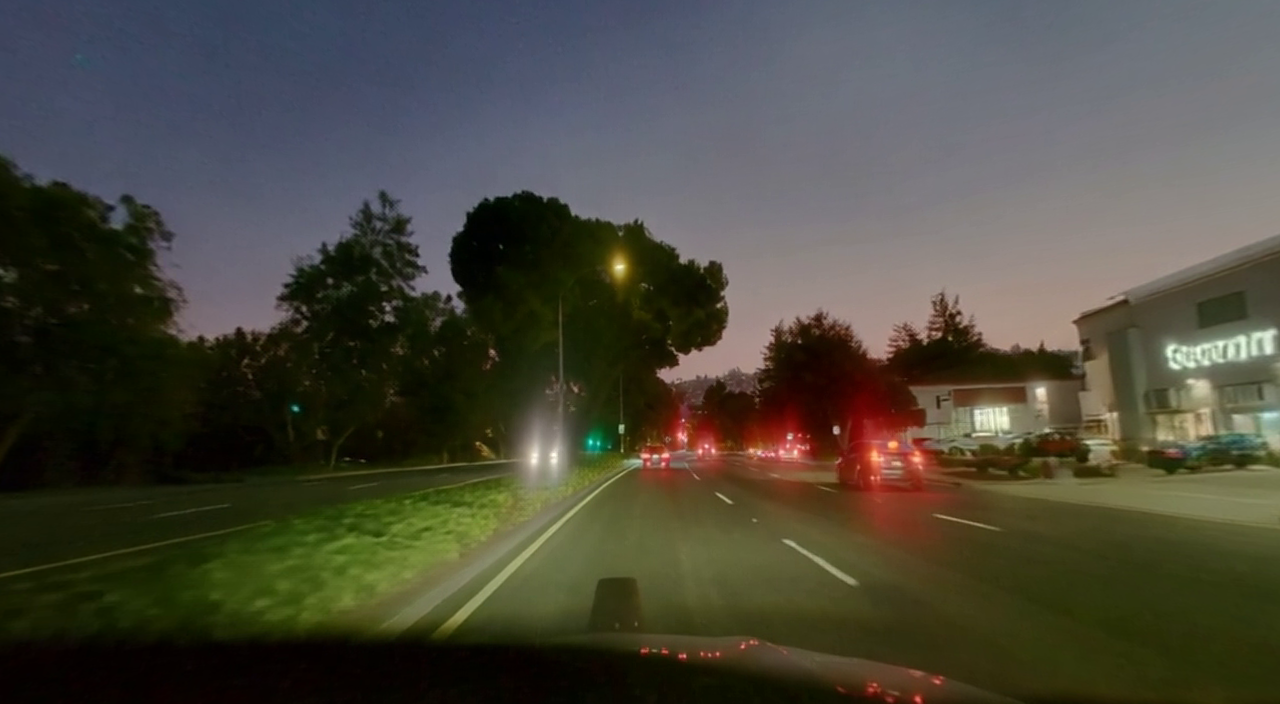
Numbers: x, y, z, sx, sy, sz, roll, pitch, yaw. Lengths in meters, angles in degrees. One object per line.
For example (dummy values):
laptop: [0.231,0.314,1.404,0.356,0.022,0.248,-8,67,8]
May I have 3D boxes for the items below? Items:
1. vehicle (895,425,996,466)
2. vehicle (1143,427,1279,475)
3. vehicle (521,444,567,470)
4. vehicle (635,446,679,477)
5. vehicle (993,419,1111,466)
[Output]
vehicle: [21.606,6.651,44.884,5.953,2.747,2.389,1,-9,-7]
vehicle: [22.032,3.758,24.113,1.864,1.655,4.179,1,-9,-6]
vehicle: [-6.602,7.272,43.958,2.102,1.735,4.491,-1,-8,5]
vehicle: [0.890,5.536,32.148,2.095,1.456,3.873,-1,-9,2]
vehicle: [29.454,6.498,45.326,6.569,3.235,2.798,1,-9,-8]
